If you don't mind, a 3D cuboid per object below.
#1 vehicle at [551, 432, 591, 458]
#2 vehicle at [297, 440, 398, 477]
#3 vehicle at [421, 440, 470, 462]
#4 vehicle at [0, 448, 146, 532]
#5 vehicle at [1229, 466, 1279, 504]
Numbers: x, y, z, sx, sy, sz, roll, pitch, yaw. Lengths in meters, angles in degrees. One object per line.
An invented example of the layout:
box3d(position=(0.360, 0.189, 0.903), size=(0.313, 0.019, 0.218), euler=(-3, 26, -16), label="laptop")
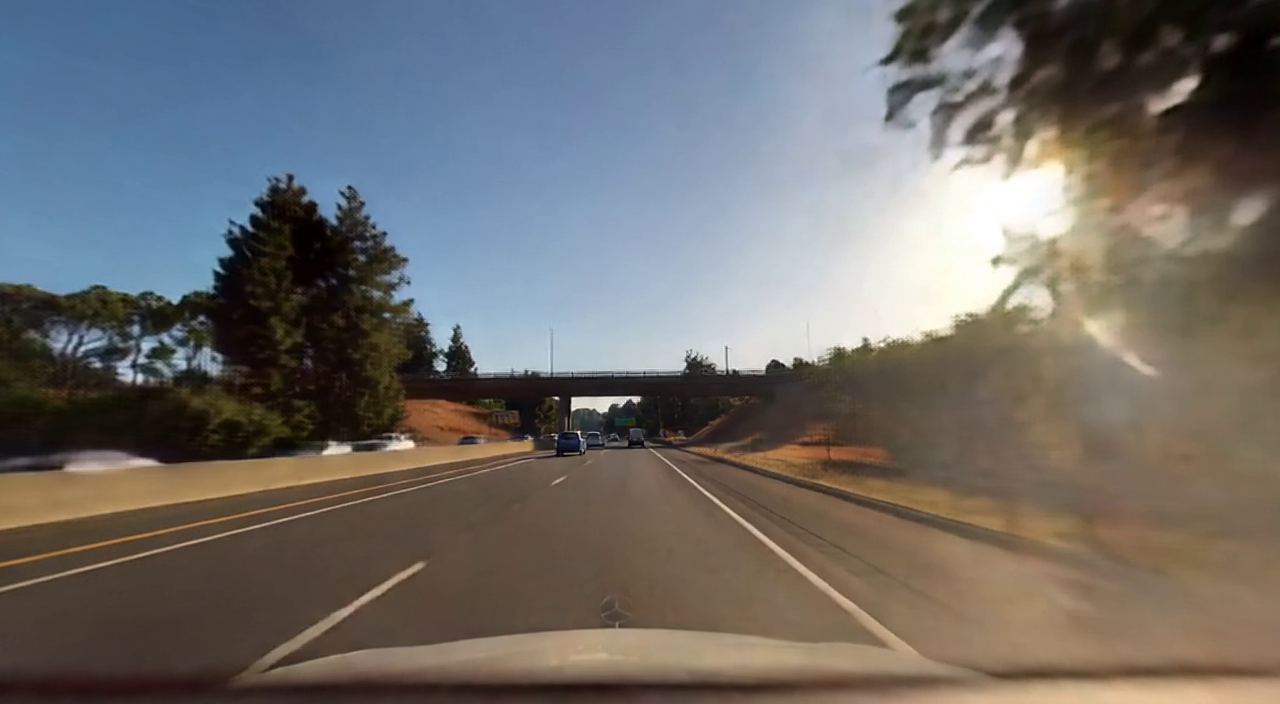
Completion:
box3d(position=(-4.403, 5.999, 40.811), size=(2.169, 1.588, 4.264), euler=(0, -8, -1), label="vehicle")
box3d(position=(-12.436, 4.539, 27.151), size=(2.294, 1.453, 4.341), euler=(0, -8, 0), label="vehicle")
box3d(position=(-13.197, 6.711, 42.949), size=(2.012, 1.428, 4.247), euler=(0, -8, -1), label="vehicle")
box3d(position=(-12.415, 2.611, 12.204), size=(2.151, 1.430, 4.425), euler=(0, -8, -1), label="vehicle")
box3d(position=(31.740, 6.642, 31.699), size=(2.033, 1.565, 4.672), euler=(-5, -9, 31), label="vehicle")
